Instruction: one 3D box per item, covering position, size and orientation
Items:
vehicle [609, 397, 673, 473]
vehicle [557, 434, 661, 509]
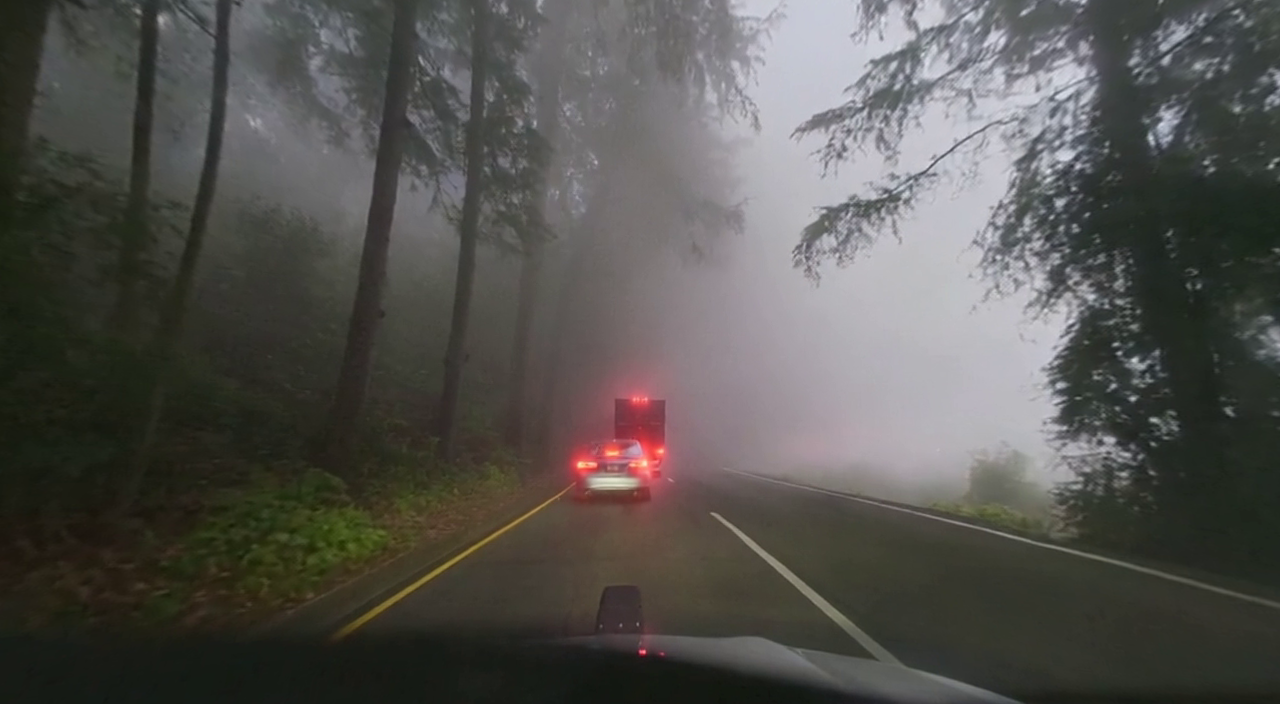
[{"bbox_3d":[-0.010,4.921,36.588,3.085,3.682,11.755,0,-8,-1],"label":"vehicle"},{"bbox_3d":[-0.602,2.701,14.699,2.076,1.490,4.078,0,-8,0],"label":"vehicle"}]
